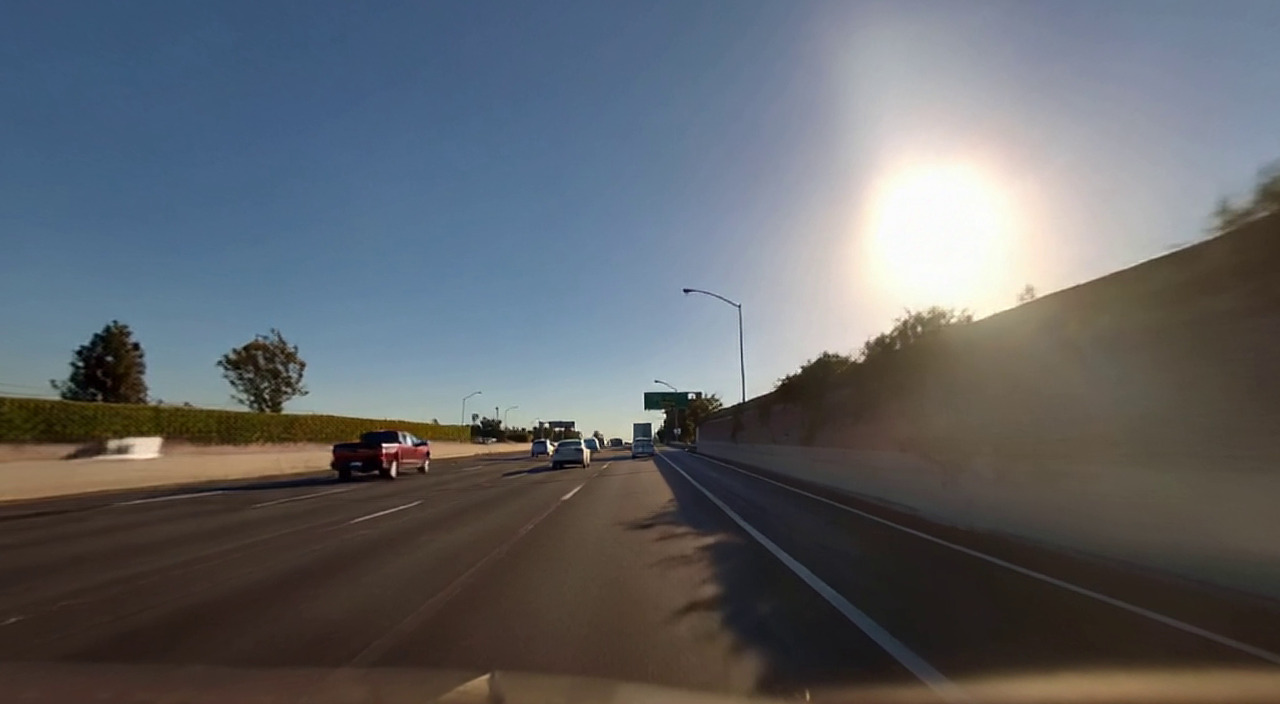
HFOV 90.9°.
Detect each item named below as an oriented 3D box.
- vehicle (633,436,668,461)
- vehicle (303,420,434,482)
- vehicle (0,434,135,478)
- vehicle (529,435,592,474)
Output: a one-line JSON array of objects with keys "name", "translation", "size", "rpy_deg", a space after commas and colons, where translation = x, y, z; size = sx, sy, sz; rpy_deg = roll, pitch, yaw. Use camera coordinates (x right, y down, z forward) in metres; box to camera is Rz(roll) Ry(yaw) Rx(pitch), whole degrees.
[{"name": "vehicle", "translation": [0.584, 6.088, 39.920], "size": [2.073, 1.480, 4.343], "rpy_deg": [0, -8, 0]}, {"name": "vehicle", "translation": [-9.967, 3.713, 23.866], "size": [2.339, 2.018, 5.790], "rpy_deg": [-1, -8, 1]}, {"name": "vehicle", "translation": [-19.089, 3.466, 21.206], "size": [1.425, 1.349, 3.238], "rpy_deg": [-1, -8, 1]}, {"name": "vehicle", "translation": [-3.222, 4.261, 26.396], "size": [2.056, 1.480, 4.022], "rpy_deg": [-1, -8, 1]}]
